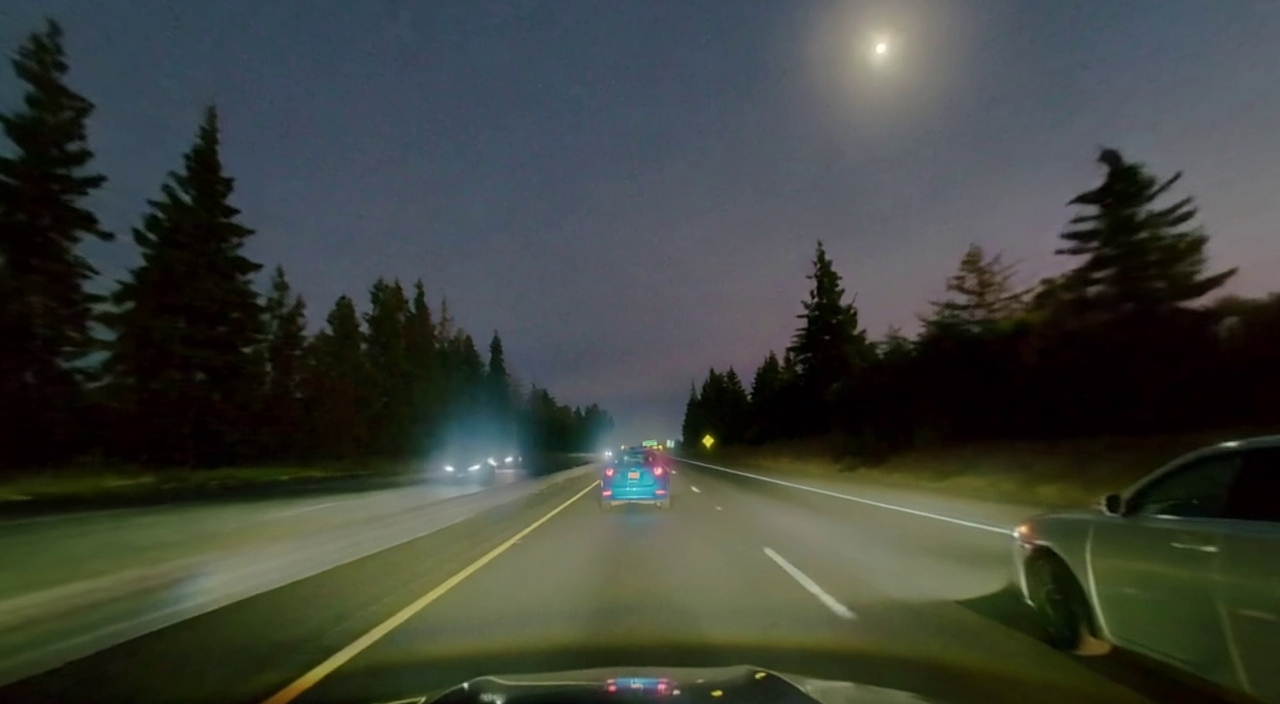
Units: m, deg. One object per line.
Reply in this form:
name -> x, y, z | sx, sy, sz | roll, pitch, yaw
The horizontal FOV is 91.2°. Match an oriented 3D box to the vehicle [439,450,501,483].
vehicle -> -8.787, 5.929, 32.709 | 1.913, 1.557, 4.185 | -1, -9, 3

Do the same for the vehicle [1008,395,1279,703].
vehicle -> 3.804, 0.928, 2.549 | 2.021, 1.533, 4.014 | 0, -9, -2

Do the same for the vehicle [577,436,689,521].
vehicle -> -0.163, 2.698, 13.911 | 2.083, 1.548, 4.251 | 0, -9, -1
